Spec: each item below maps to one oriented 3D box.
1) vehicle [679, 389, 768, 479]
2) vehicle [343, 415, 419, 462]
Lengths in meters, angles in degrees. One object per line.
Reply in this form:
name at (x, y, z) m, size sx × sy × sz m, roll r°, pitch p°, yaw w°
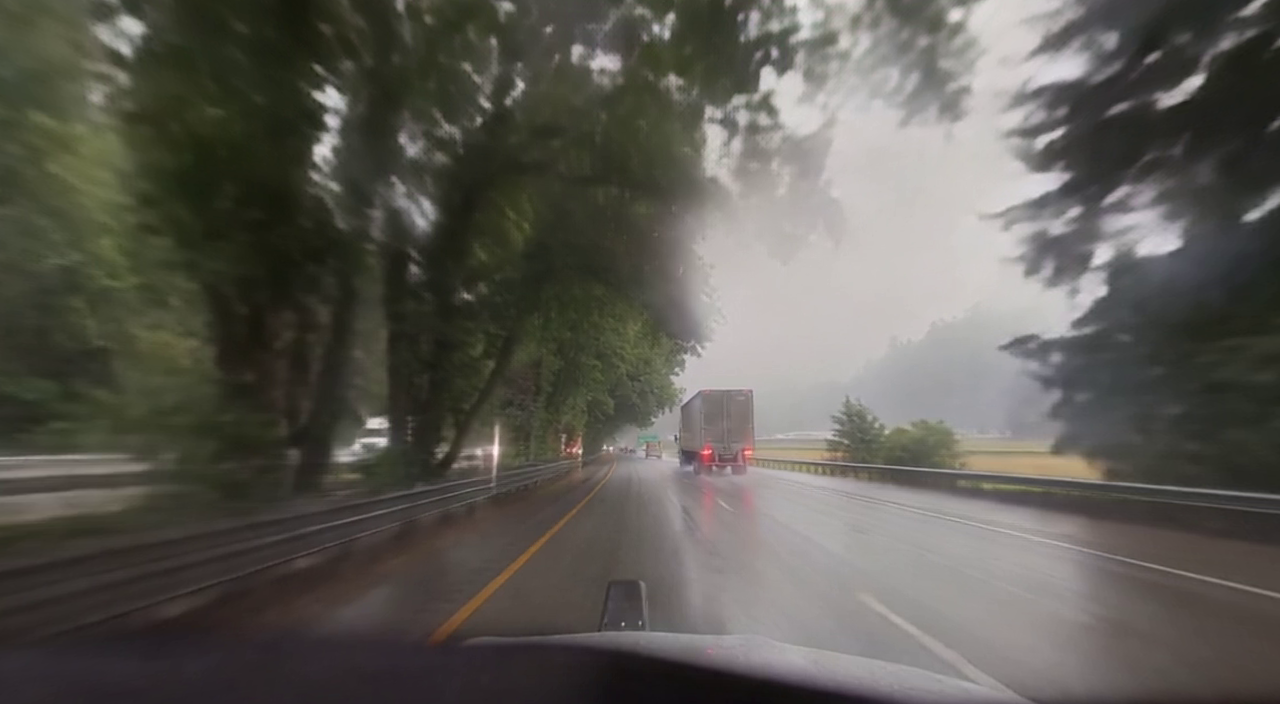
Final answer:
vehicle at (4.147, 4.701, 34.892) m, size 2.950 × 4.033 × 13.276 m, roll 0°, pitch -9°, yaw -1°
vehicle at (-19.724, 6.722, 48.511) m, size 2.679 × 3.356 × 7.493 m, roll 0°, pitch -9°, yaw 0°
